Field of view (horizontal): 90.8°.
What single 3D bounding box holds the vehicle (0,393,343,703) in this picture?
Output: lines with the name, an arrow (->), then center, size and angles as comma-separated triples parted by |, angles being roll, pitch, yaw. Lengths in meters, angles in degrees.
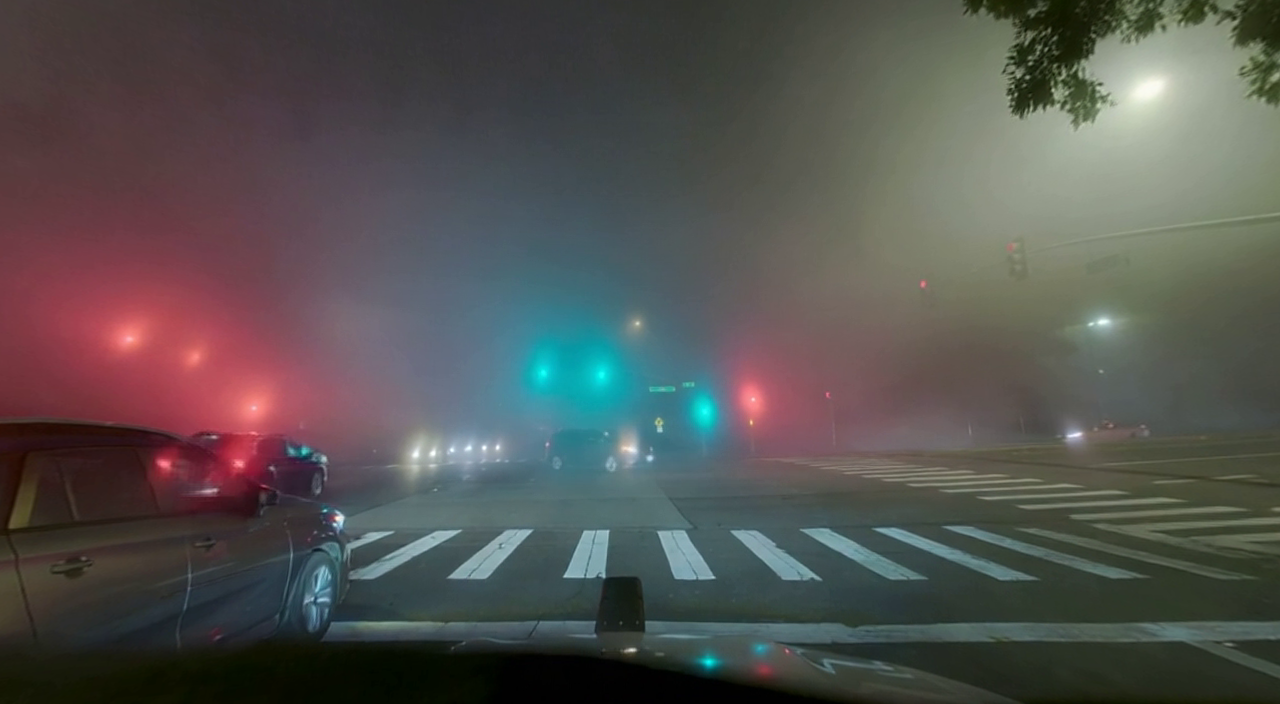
vehicle -> -3.072, 0.896, 2.153 | 1.919, 1.478, 4.720 | 0, -8, -1

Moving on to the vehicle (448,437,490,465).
vehicle -> -12.808, 7.413, 47.549 | 2.051, 1.715, 4.346 | -3, -6, -2

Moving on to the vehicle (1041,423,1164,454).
vehicle -> 23.287, 4.394, 31.930 | 4.660, 1.495, 2.007 | 0, -8, -3

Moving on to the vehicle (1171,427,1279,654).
vehicle -> 4.945, 0.986, 2.538 | 1.949, 1.449, 4.530 | -1, -8, 5

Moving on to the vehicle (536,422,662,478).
vehicle -> -1.645, 3.690, 23.839 | 2.109, 1.871, 4.778 | 8, -12, -44
